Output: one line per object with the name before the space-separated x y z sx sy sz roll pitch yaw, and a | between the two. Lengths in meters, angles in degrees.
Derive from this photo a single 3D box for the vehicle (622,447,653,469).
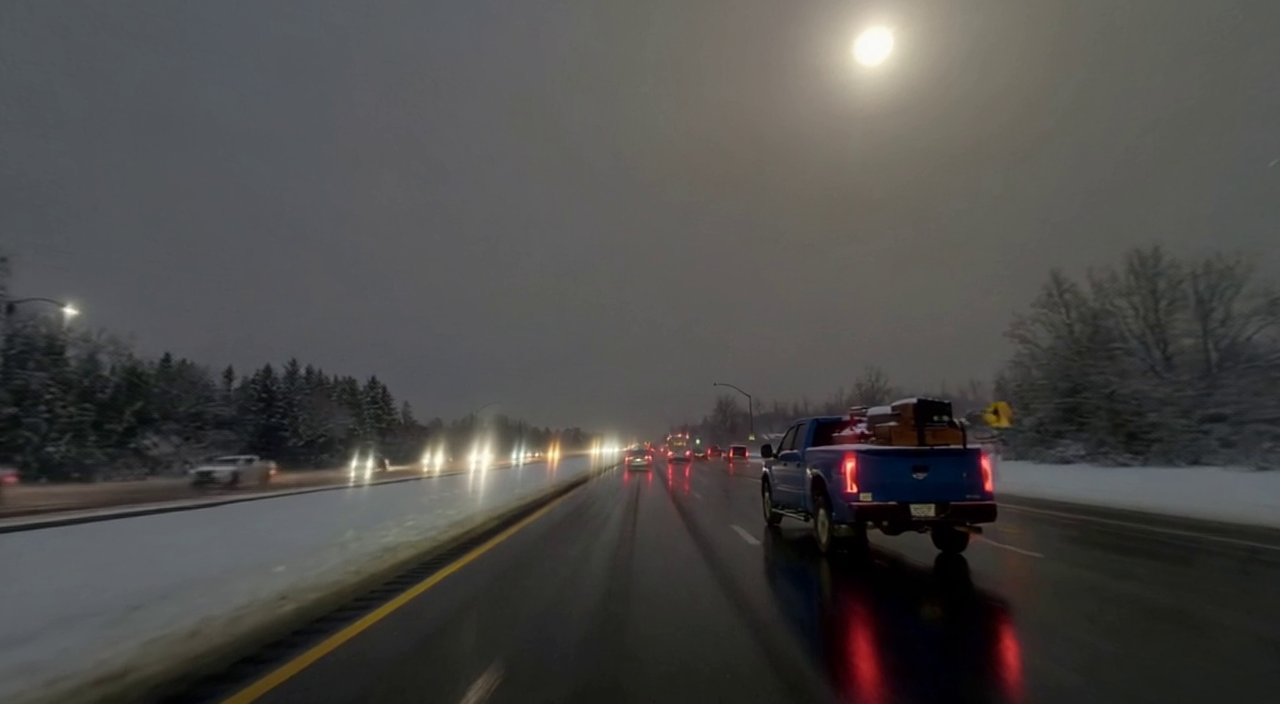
vehicle | -0.118 7.228 43.152 2.030 1.473 3.926 0 -9 0

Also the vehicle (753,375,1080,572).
vehicle | 3.432 1.703 9.524 2.354 2.079 5.586 0 -9 0

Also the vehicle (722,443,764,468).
vehicle | 7.209 7.299 44.567 2.189 1.704 4.521 0 -9 0

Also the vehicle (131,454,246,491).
vehicle | -21.262 5.666 29.933 1.884 1.533 4.698 0 -9 1
